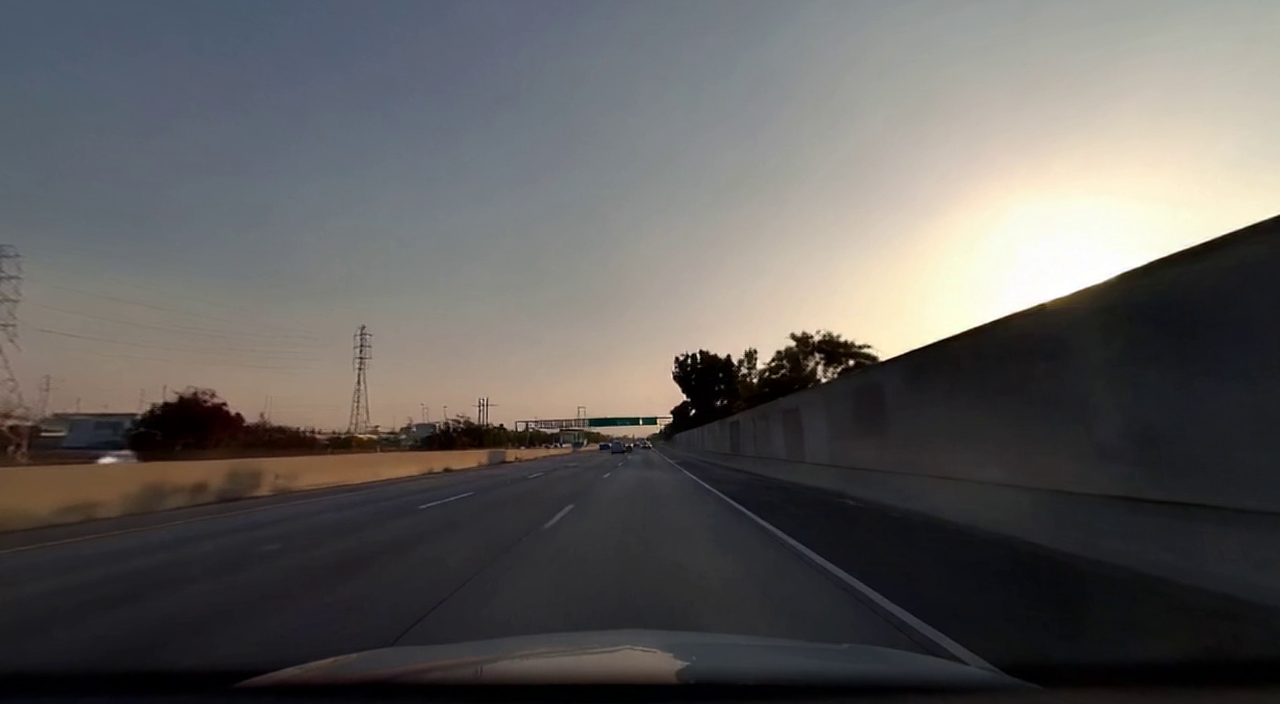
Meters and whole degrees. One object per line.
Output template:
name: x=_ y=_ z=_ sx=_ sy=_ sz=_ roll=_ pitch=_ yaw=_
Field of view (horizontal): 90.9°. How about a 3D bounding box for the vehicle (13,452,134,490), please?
vehicle: x=-28.547 y=5.978 z=32.011 sx=1.941 sy=1.688 sz=4.481 roll=0 pitch=-8 yaw=1
